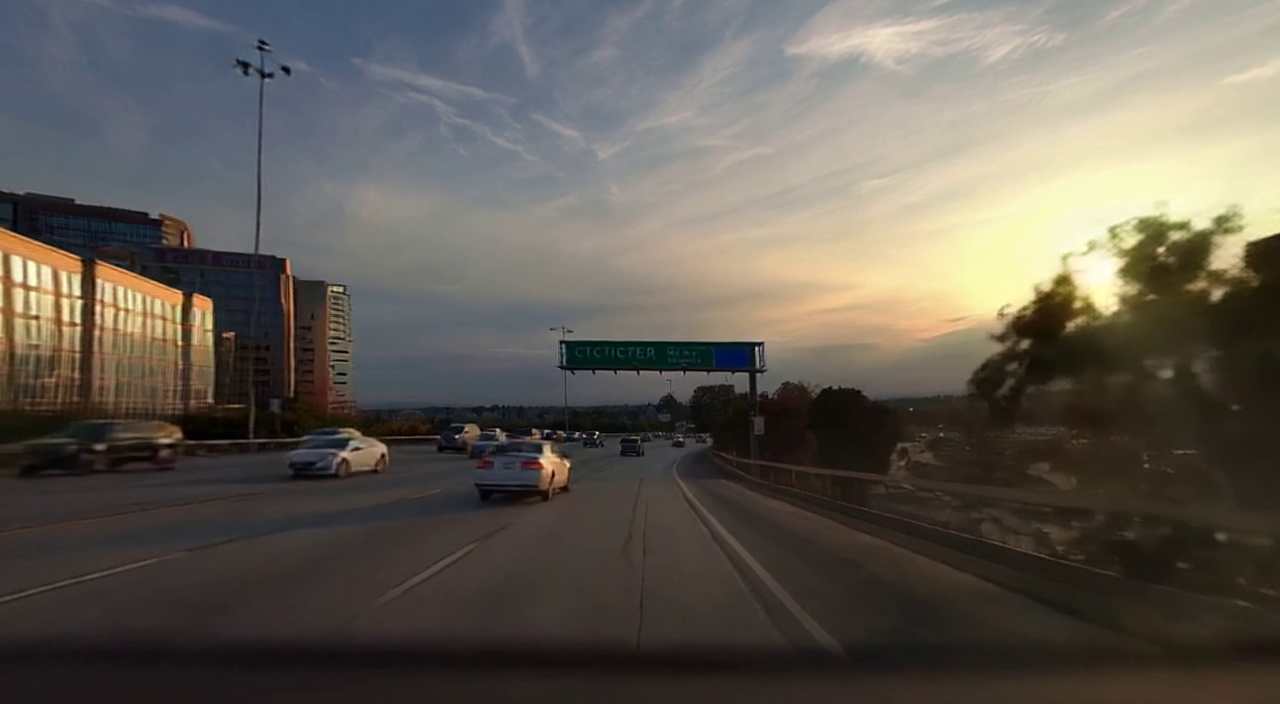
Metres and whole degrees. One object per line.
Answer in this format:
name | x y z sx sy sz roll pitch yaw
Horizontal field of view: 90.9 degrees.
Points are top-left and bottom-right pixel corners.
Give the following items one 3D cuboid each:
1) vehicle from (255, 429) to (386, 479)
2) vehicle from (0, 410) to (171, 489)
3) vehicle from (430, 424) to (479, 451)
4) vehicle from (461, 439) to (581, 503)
vehicle | -10.342 3.348 20.857 1.893 1.443 4.334 -1 -9 3
vehicle | -14.621 2.459 16.002 1.924 1.699 4.506 -1 -9 0
vehicle | -13.404 6.248 45.810 2.040 1.803 4.496 -1 -9 3
vehicle | -2.990 3.119 16.972 2.035 1.460 4.497 -1 -9 4
